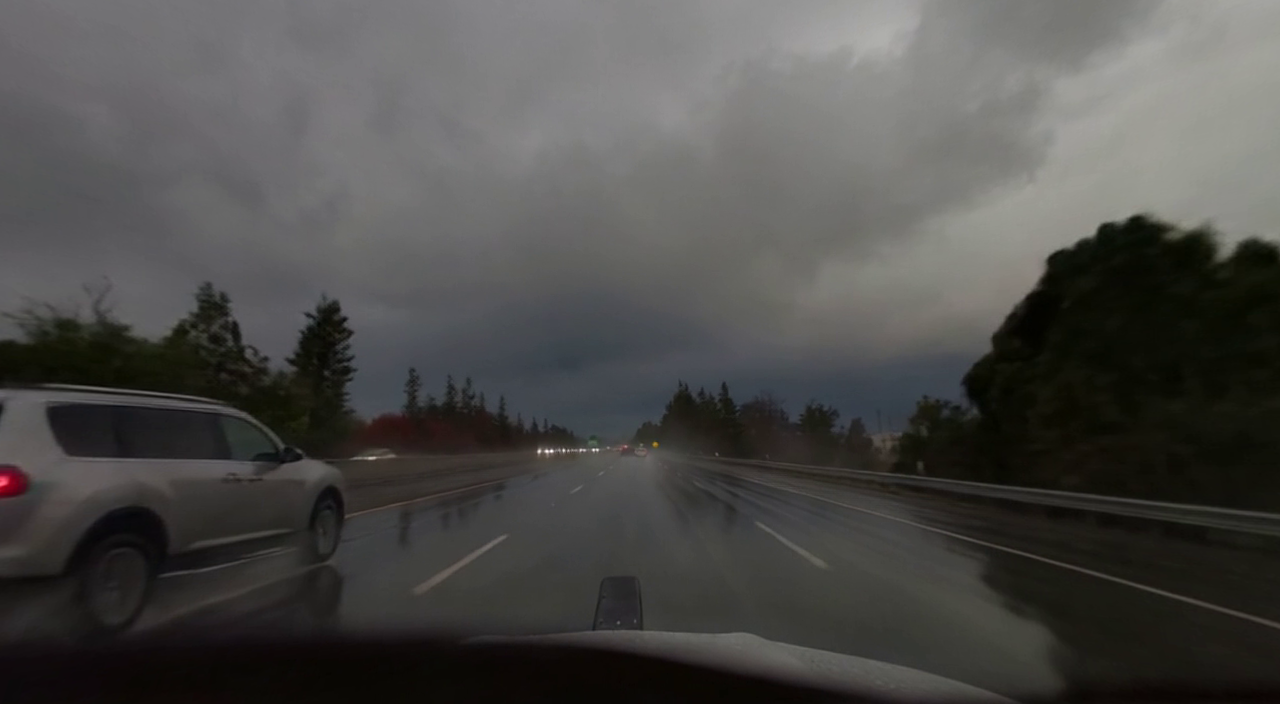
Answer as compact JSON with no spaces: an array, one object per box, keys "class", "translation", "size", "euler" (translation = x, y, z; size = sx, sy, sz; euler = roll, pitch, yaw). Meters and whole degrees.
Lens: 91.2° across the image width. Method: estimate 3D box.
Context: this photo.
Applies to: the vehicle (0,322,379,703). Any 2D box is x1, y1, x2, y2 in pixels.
[{"class":"vehicle","translation":[-4.110,1.078,4.786],"size":[2.292,1.802,4.481],"euler":[0,-9,0]}]
